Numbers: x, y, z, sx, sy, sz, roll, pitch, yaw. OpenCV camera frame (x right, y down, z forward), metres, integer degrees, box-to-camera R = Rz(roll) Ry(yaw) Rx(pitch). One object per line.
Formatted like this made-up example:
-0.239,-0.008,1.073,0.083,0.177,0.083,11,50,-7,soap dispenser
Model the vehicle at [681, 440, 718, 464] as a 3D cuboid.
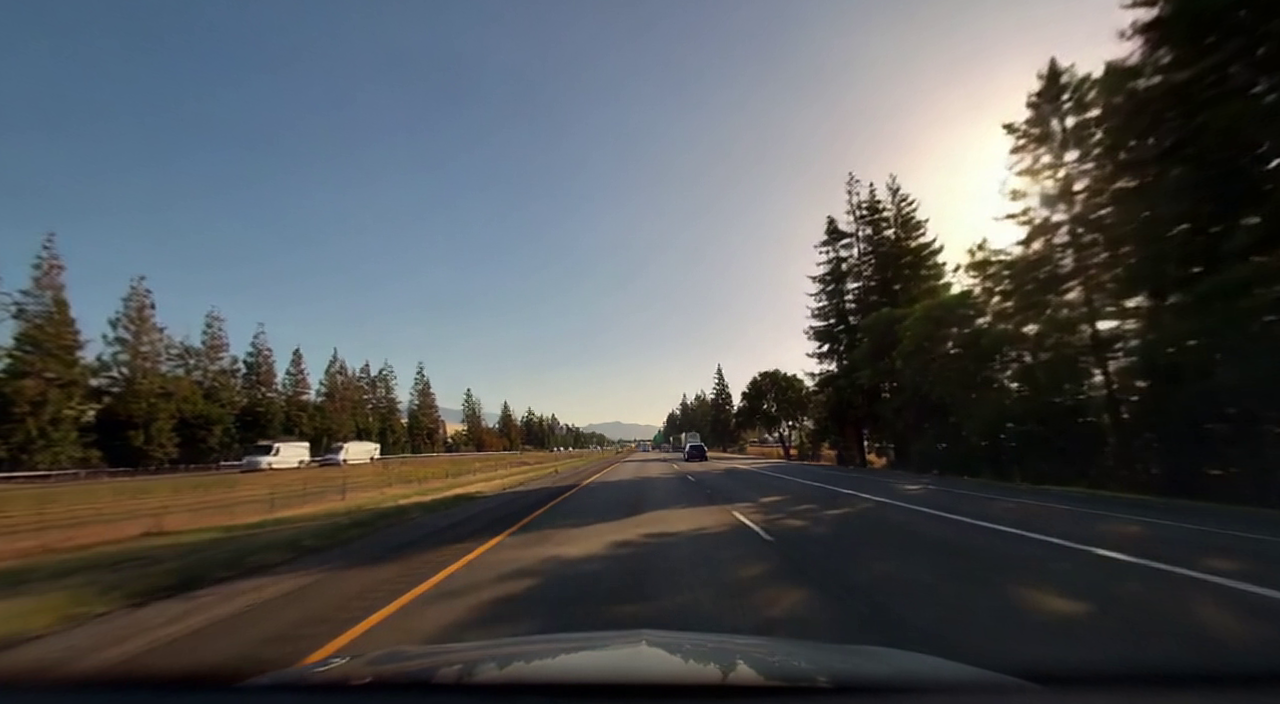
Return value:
3.938,6.698,42.343,2.062,1.518,4.026,0,-8,-1,vehicle
